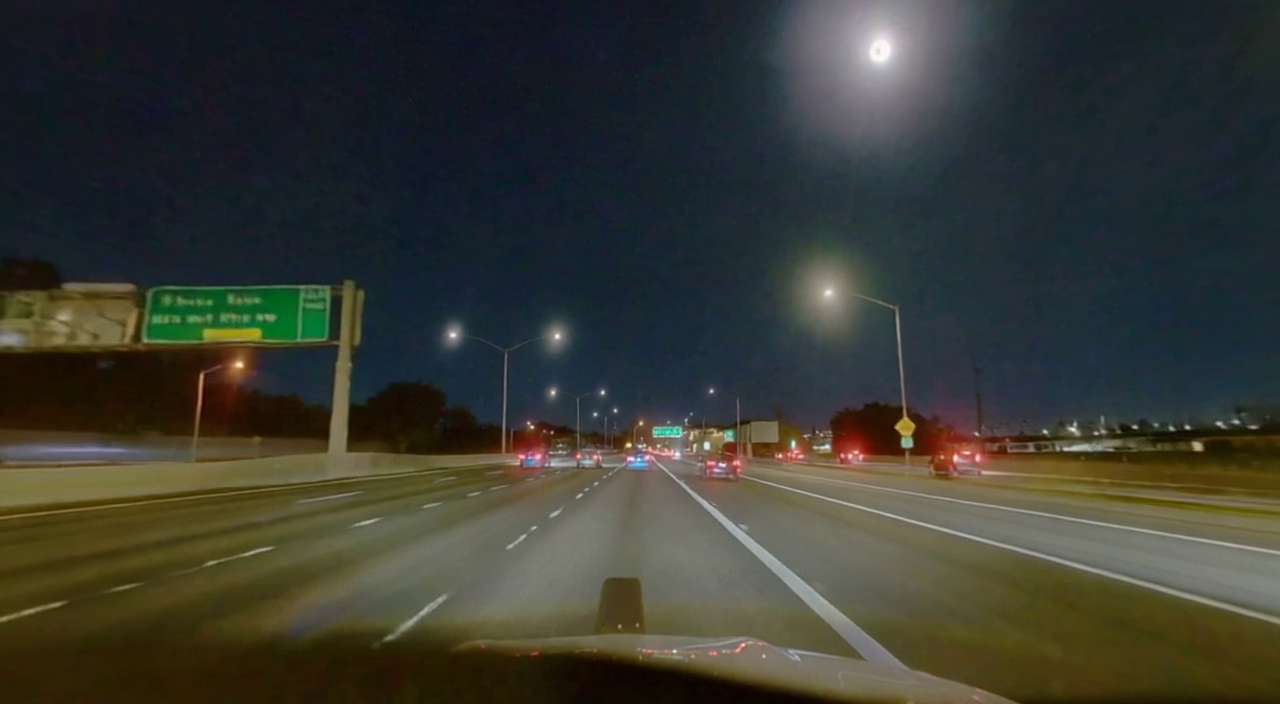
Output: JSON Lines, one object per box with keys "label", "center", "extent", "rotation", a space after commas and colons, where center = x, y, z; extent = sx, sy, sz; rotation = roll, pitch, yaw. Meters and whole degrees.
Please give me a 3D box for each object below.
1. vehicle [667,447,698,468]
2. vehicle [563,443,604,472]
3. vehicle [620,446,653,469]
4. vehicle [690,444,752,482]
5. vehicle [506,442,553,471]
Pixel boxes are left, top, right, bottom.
{"label": "vehicle", "center": [3.190, 8.012, 48.069], "extent": [2.036, 1.517, 4.256], "rotation": [0, -9, 0]}
{"label": "vehicle", "center": [-3.373, 6.438, 38.630], "extent": [2.091, 1.664, 4.157], "rotation": [0, -9, 0]}
{"label": "vehicle", "center": [-0.225, 7.271, 43.620], "extent": [2.166, 1.496, 4.158], "rotation": [0, -9, 0]}
{"label": "vehicle", "center": [3.469, 4.855, 27.819], "extent": [2.077, 1.527, 4.553], "rotation": [0, -9, 0]}
{"label": "vehicle", "center": [-6.897, 6.569, 39.741], "extent": [2.112, 1.721, 4.381], "rotation": [0, -9, 1]}
